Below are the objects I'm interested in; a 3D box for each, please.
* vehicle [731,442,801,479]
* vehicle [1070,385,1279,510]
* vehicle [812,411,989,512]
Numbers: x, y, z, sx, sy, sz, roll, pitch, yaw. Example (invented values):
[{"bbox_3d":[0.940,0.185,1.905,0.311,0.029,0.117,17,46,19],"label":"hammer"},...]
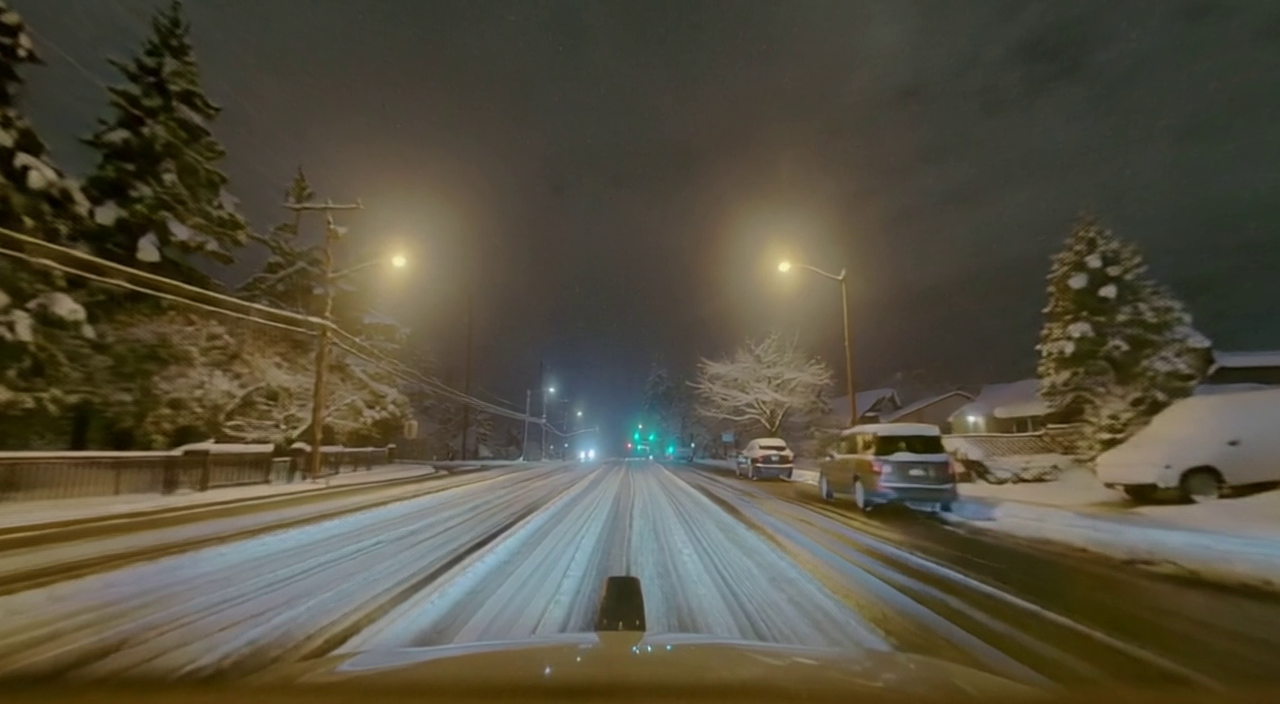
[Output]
[{"bbox_3d":[5.978,5.225,30.618,2.282,1.566,4.705,-1,-9,-1],"label":"vehicle"},{"bbox_3d":[15.767,2.443,16.448,6.969,2.929,2.793,0,-8,0],"label":"vehicle"},{"bbox_3d":[6.360,2.775,16.440,2.275,2.132,5.726,0,-8,2],"label":"vehicle"}]
